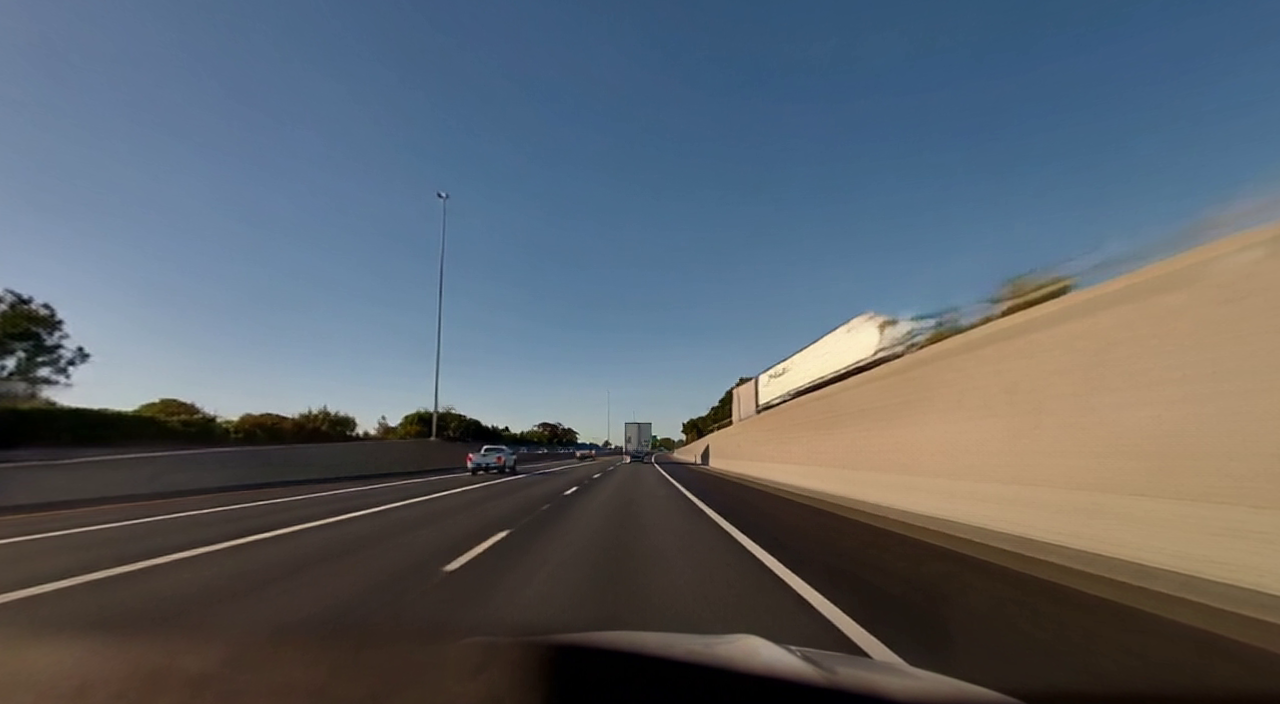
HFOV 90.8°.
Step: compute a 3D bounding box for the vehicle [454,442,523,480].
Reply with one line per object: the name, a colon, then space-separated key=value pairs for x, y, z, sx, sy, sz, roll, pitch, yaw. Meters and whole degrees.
vehicle: x=-7.167 y=5.221 z=30.420 sx=2.067 sy=1.676 sz=4.789 roll=0 pitch=-9 yaw=1
